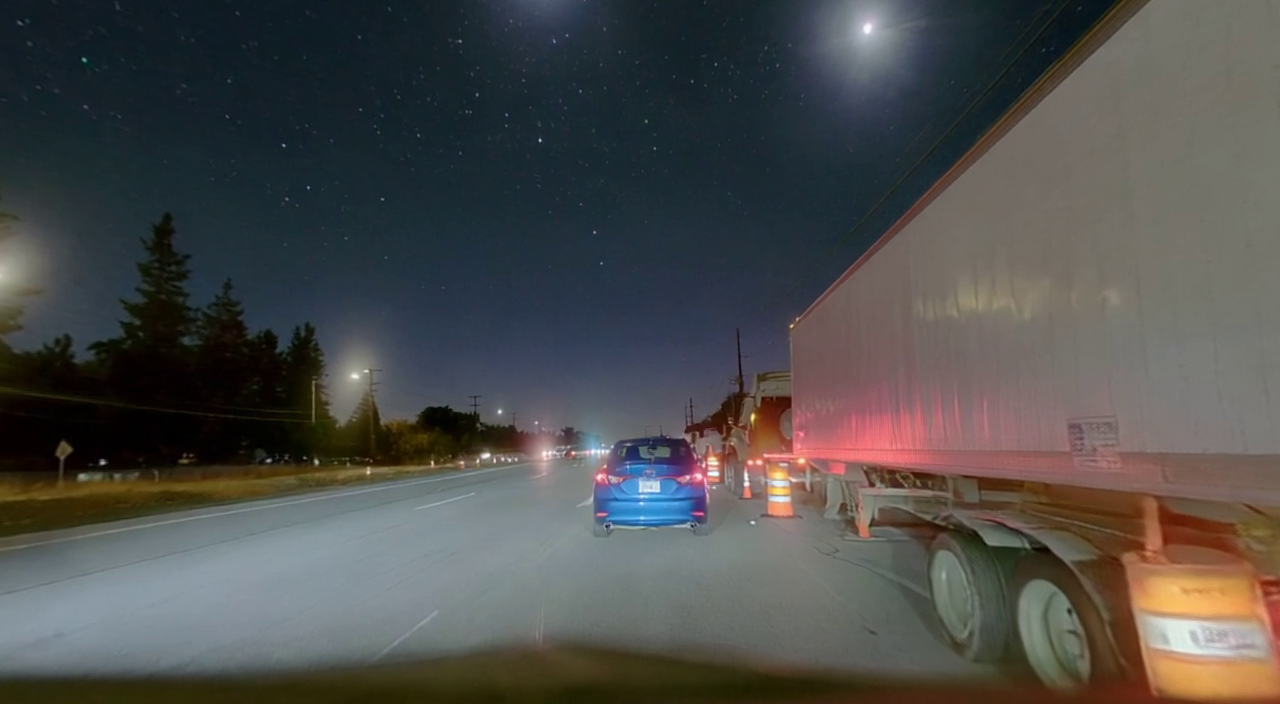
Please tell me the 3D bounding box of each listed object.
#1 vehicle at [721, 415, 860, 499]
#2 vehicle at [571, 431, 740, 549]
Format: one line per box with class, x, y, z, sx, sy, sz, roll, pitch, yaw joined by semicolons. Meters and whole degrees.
vehicle;4.055;3.010;18.459;2.555;2.017;6.201;0;-8;0
vehicle;0.211;2.060;10.138;2.128;1.473;4.272;0;-8;0
